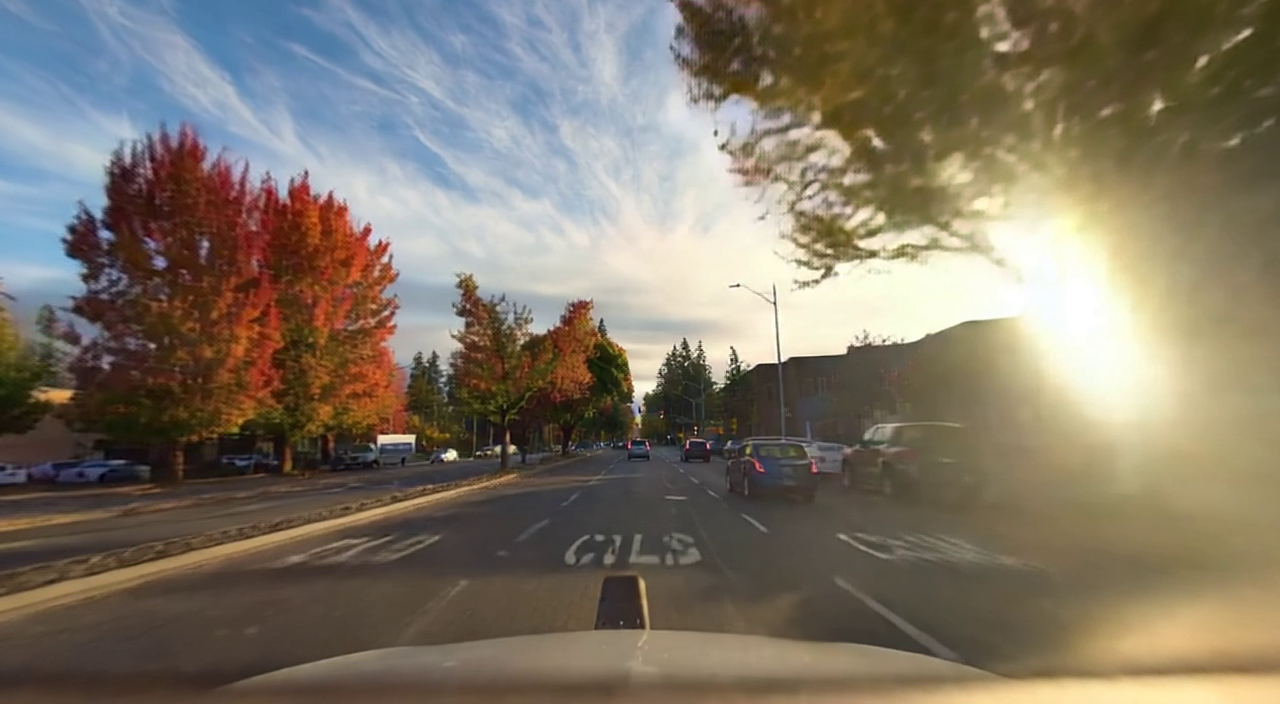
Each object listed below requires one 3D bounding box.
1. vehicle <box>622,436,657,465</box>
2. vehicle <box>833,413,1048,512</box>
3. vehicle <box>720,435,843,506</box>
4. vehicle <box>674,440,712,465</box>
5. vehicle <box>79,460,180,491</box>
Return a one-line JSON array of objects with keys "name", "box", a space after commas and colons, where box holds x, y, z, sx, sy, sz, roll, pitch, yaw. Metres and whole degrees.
[{"name": "vehicle", "box": [-0.039, 6.709, 43.157, 2.239, 1.856, 4.815, 0, -9, 0]}, {"name": "vehicle", "box": [6.842, 2.624, 15.418, 2.378, 1.946, 5.826, 0, -9, 0]}, {"name": "vehicle", "box": [3.359, 2.910, 15.916, 1.977, 1.498, 4.521, 0, -9, -1]}, {"name": "vehicle", "box": [3.488, 6.687, 42.099, 2.178, 1.546, 4.311, 0, -9, 0]}, {"name": "vehicle", "box": [-30.581, 7.410, 37.776, 4.370, 1.725, 2.052, -1, -9, 5]}]
